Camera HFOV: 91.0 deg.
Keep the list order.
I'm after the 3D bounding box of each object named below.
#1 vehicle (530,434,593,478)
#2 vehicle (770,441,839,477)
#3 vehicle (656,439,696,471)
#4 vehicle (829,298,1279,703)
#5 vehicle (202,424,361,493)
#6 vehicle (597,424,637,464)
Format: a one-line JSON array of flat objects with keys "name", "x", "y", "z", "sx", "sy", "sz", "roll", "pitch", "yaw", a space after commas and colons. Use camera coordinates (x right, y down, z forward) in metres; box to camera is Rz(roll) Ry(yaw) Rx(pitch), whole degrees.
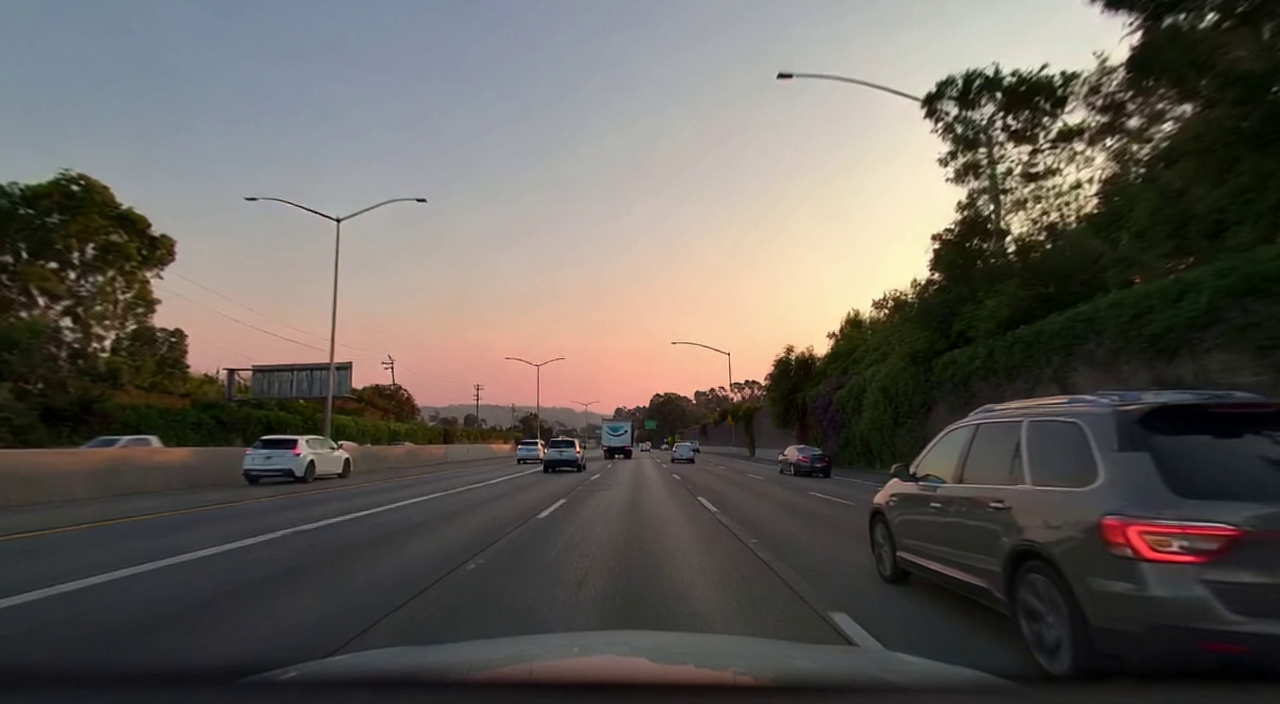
[{"name": "vehicle", "x": -3.236, "y": 4.376, "z": 26.812, "sx": 2.095, "sy": 1.688, "sz": 4.188, "roll": 0, "pitch": -9, "yaw": 0}, {"name": "vehicle", "x": 7.577, "y": 4.974, "z": 29.503, "sx": 1.970, "sy": 1.499, "sz": 4.491, "roll": 1, "pitch": -9, "yaw": -1}, {"name": "vehicle", "x": 1.956, "y": 5.700, "z": 35.139, "sx": 2.067, "sy": 1.654, "sz": 3.985, "roll": 0, "pitch": -9, "yaw": 1}, {"name": "vehicle", "x": 3.105, "y": 1.009, "z": 3.939, "sx": 2.179, "sy": 1.739, "sz": 5.331, "roll": 0, "pitch": -9, "yaw": 0}, {"name": "vehicle", "x": -10.088, "y": 3.037, "z": 18.217, "sx": 2.023, "sy": 1.739, "sz": 4.229, "roll": 0, "pitch": -9, "yaw": 1}, {"name": "vehicle", "x": -1.555, "y": 6.750, "z": 46.193, "sx": 2.456, "sy": 2.705, "sz": 6.251, "roll": 0, "pitch": -9, "yaw": 2}]
